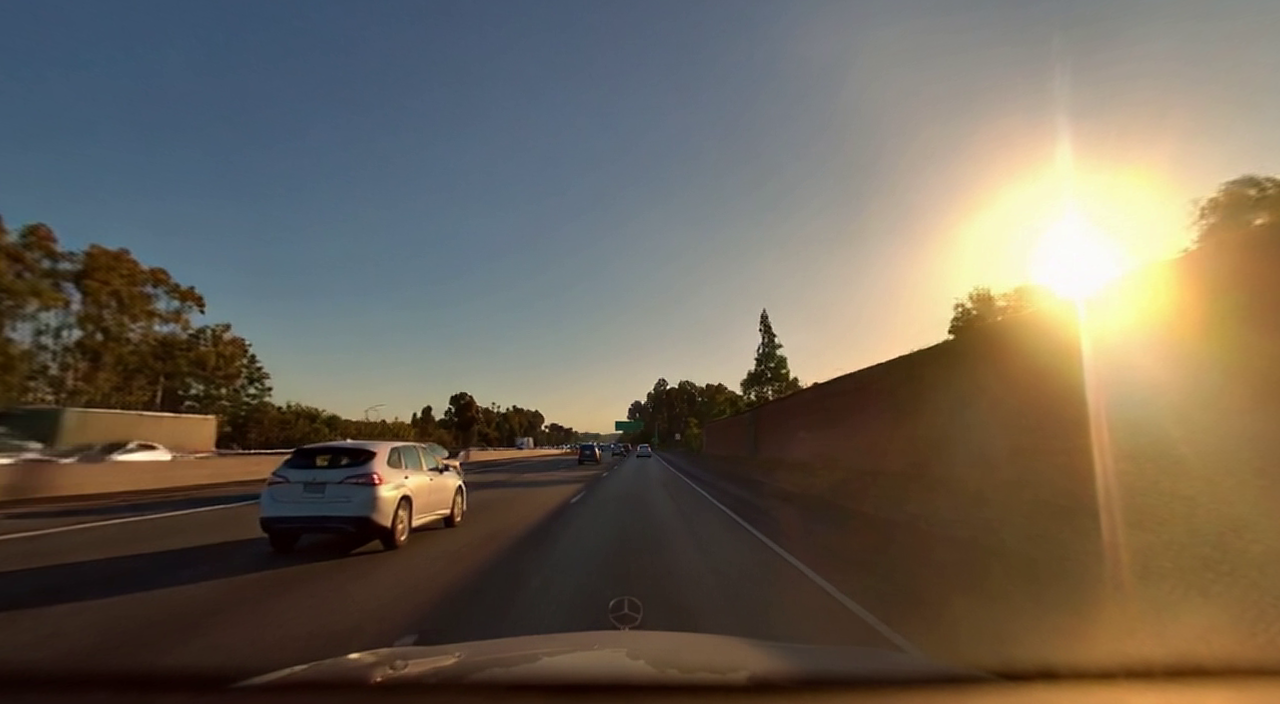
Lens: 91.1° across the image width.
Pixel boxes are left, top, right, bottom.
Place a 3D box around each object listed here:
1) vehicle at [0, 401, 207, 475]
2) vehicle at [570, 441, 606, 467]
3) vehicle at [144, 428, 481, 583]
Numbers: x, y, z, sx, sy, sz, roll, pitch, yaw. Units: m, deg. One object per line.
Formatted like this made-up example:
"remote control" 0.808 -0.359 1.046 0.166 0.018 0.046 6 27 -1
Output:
"vehicle" -28.463 4.505 32.363 2.810 3.115 13.379 0 -9 0
"vehicle" -3.570 7.111 43.914 2.036 1.636 4.511 0 -9 1
"vehicle" -3.814 1.858 8.581 1.945 1.484 4.803 0 -9 1
